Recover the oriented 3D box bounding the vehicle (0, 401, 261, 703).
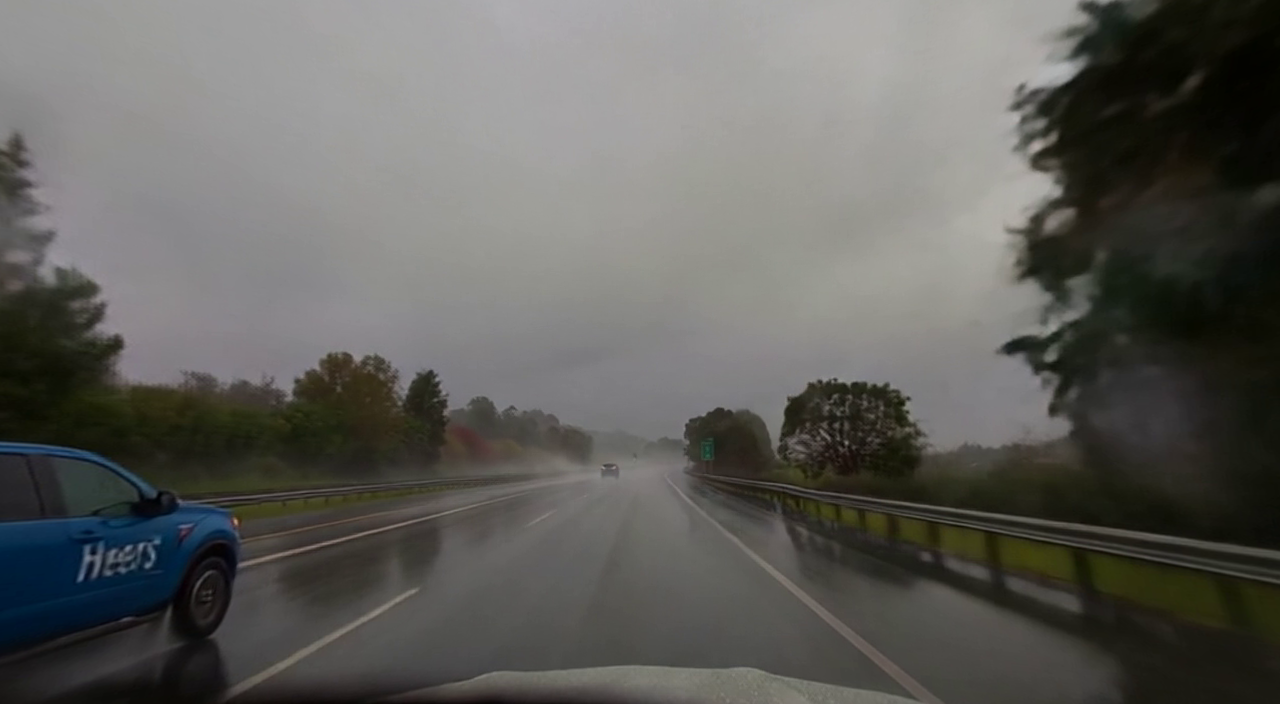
[{"bbox_3d":[-3.998,0.861,2.253,2.135,1.506,5.041,1,-10,0],"label":"vehicle"}]
